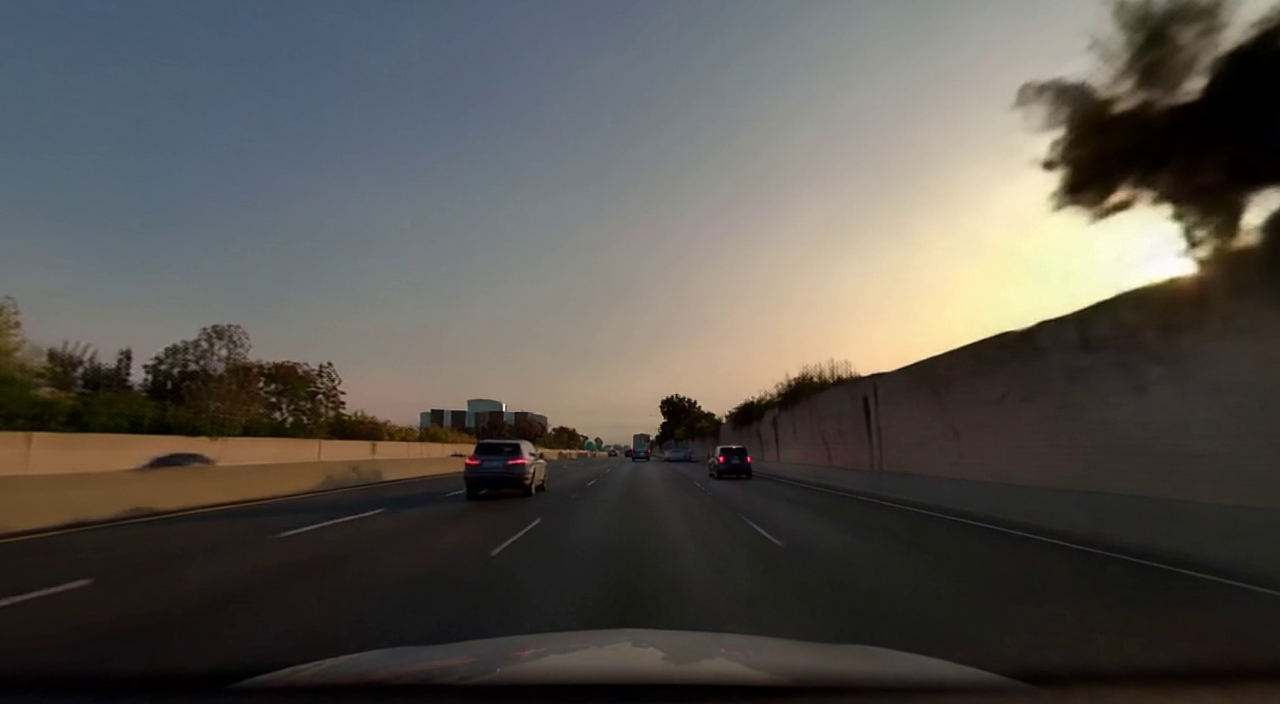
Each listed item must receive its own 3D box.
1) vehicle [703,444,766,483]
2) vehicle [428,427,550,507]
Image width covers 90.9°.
[{"bbox_3d":[3.993,4.800,27.353,1.973,1.536,4.337,0,-9,-1],"label":"vehicle"},{"bbox_3d":[-3.776,2.972,16.652,2.014,1.811,4.369,0,-9,2],"label":"vehicle"}]
